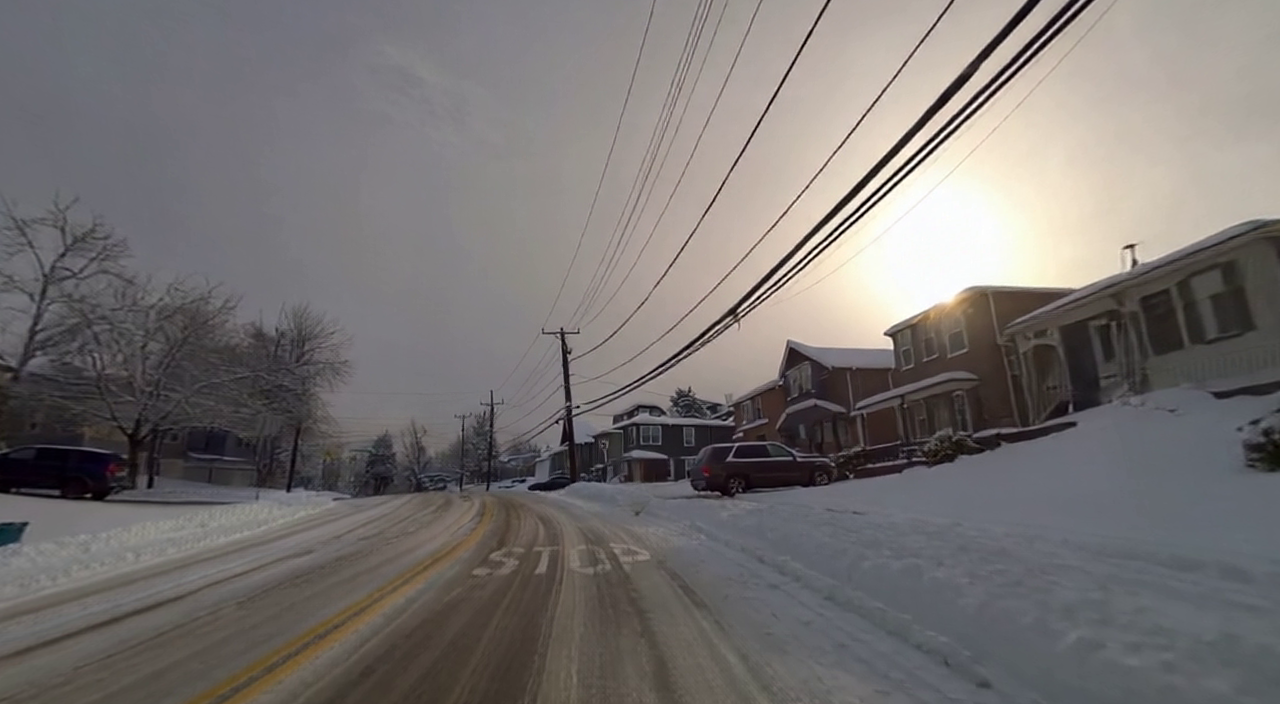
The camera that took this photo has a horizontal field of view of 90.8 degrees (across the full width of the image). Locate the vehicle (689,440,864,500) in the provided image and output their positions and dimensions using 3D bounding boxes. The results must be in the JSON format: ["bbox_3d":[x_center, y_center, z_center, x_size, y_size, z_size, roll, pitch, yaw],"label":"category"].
[{"bbox_3d":[4.766,4.157,22.381,5.578,1.842,2.300,4,-9,-12],"label":"vehicle"}]

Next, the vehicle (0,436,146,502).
[{"bbox_3d":[-21.195,4.233,22.697,4.942,1.912,2.121,6,-22,-27],"label":"vehicle"}]
